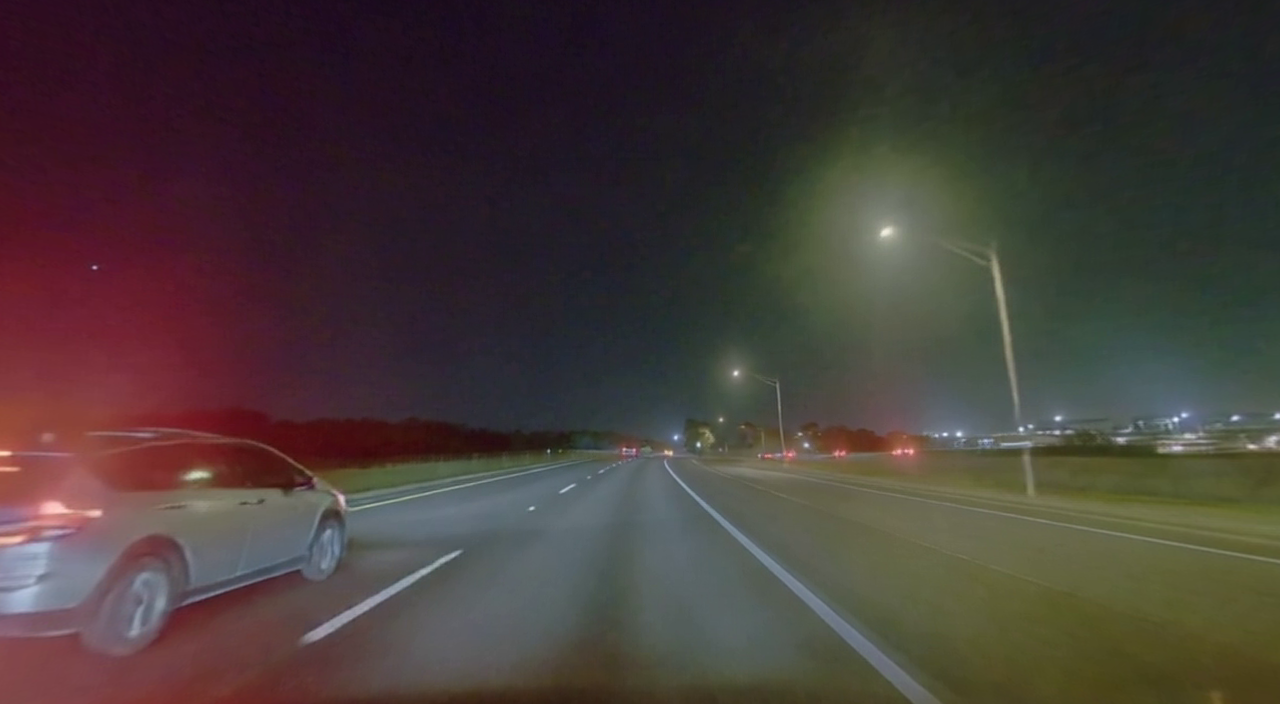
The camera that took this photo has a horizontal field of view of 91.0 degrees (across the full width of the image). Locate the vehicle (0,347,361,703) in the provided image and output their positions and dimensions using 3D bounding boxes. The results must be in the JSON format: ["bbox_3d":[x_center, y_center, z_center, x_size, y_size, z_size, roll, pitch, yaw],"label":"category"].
[{"bbox_3d":[-4.165,1.082,4.406,2.193,1.771,4.757,0,-9,1],"label":"vehicle"}]
